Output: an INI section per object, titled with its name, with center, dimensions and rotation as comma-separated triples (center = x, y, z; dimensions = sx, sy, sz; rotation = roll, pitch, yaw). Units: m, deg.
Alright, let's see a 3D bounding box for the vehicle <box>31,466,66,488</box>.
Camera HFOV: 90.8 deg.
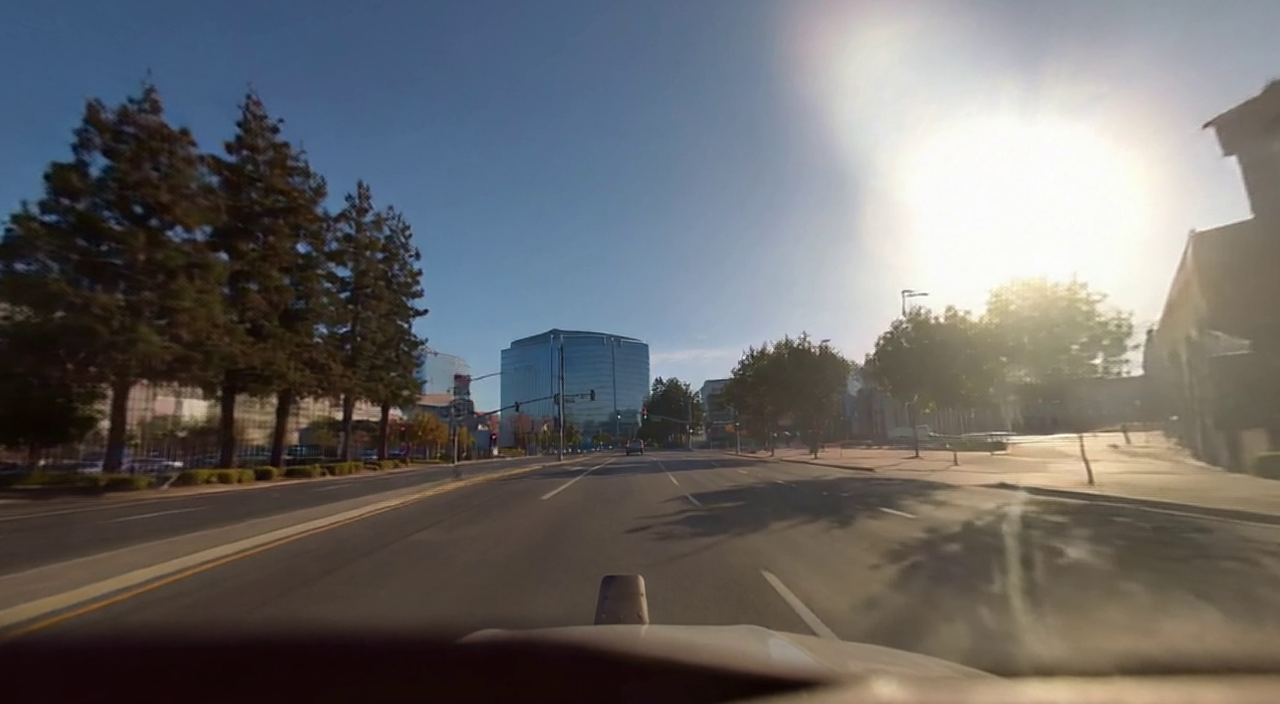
[vehicle]
center = -45.776, 9.642, 48.874
dimensions = 1.745, 1.483, 4.443
rotation = 9, -12, -43
